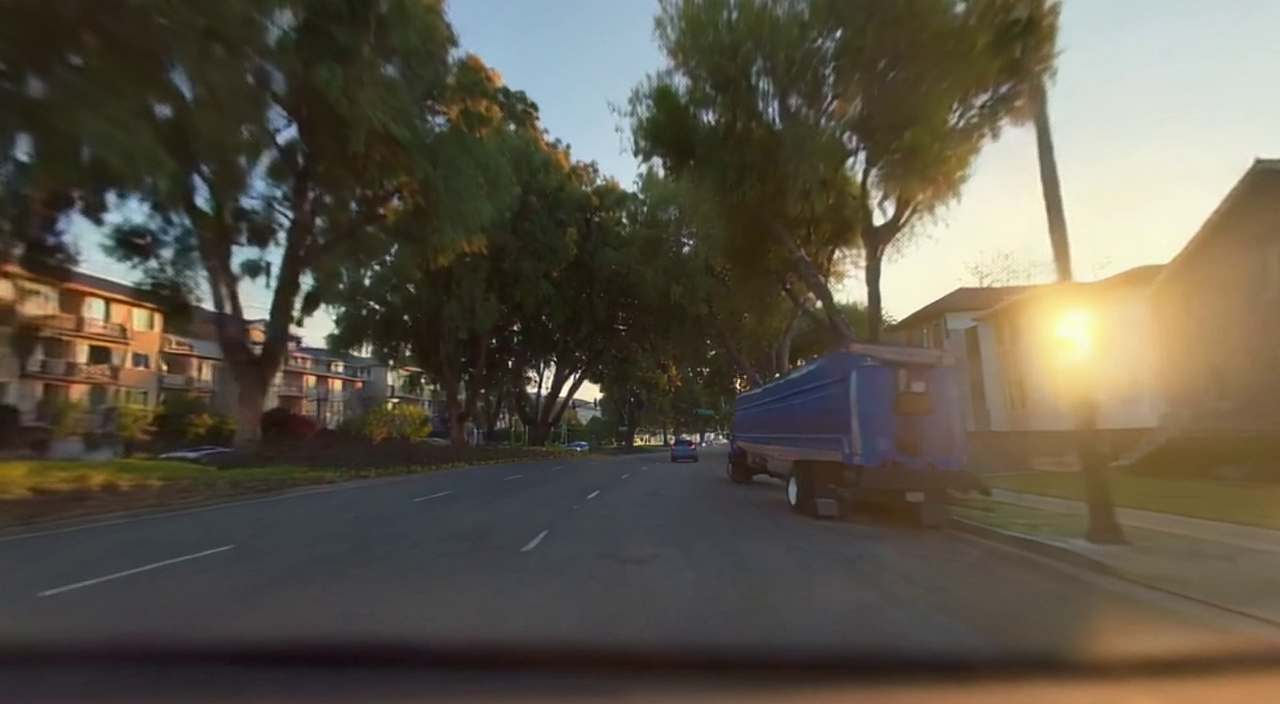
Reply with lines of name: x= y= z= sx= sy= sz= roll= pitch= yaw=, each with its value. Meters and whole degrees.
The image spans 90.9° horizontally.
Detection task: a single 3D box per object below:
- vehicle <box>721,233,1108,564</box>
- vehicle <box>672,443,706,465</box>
vehicle: x=4.085 y=1.407 z=14.236 sx=3.157 sy=3.982 sz=13.307 roll=0 pitch=-8 yaw=2
vehicle: x=3.253 y=6.644 z=41.262 sx=1.871 sy=1.370 sz=4.206 roll=-1 pitch=-8 yaw=9
